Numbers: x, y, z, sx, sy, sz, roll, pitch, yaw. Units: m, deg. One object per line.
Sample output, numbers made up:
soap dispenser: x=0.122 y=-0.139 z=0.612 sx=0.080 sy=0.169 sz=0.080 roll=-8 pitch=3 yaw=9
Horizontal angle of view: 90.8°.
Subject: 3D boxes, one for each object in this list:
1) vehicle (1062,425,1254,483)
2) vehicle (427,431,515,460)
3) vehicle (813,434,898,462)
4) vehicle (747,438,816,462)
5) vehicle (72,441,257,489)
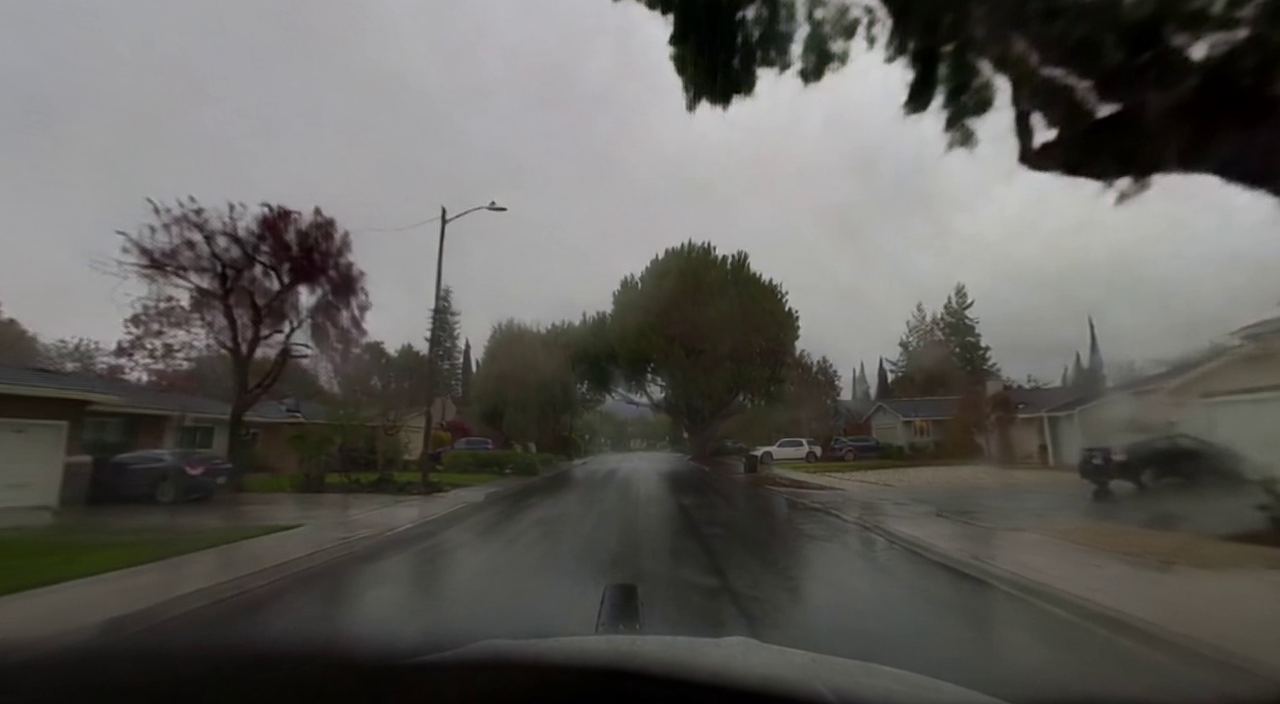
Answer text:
vehicle: x=16.445 y=3.236 z=20.224 sx=4.495 sy=1.724 sz=1.943 roll=1 pitch=-9 yaw=-4
vehicle: x=-11.974 y=6.665 z=45.004 sx=5.618 sy=1.997 sz=2.201 roll=0 pitch=-8 yaw=-1
vehicle: x=15.803 y=7.079 z=46.563 sx=5.395 sy=1.917 sz=2.153 roll=0 pitch=-9 yaw=-1
vehicle: x=10.303 y=7.173 z=46.239 sx=4.582 sy=1.719 sz=1.947 roll=0 pitch=-8 yaw=0
vehicle: x=-14.344 y=3.405 z=19.249 sx=4.138 sy=1.355 sz=1.808 roll=0 pitch=-8 yaw=-1
